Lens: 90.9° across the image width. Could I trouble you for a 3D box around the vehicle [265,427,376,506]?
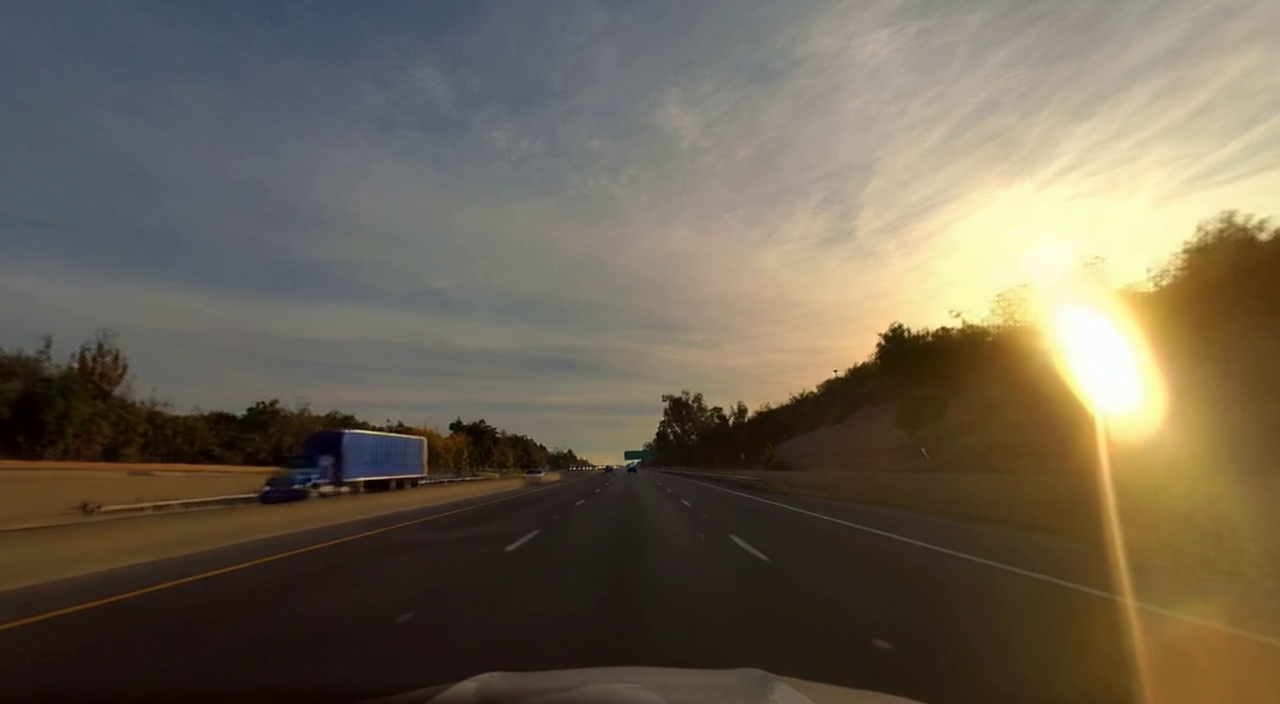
[{"bbox_3d":[-17.729,6.445,35.546,2.973,3.985,5.829,1,-10,0],"label":"vehicle"}]
